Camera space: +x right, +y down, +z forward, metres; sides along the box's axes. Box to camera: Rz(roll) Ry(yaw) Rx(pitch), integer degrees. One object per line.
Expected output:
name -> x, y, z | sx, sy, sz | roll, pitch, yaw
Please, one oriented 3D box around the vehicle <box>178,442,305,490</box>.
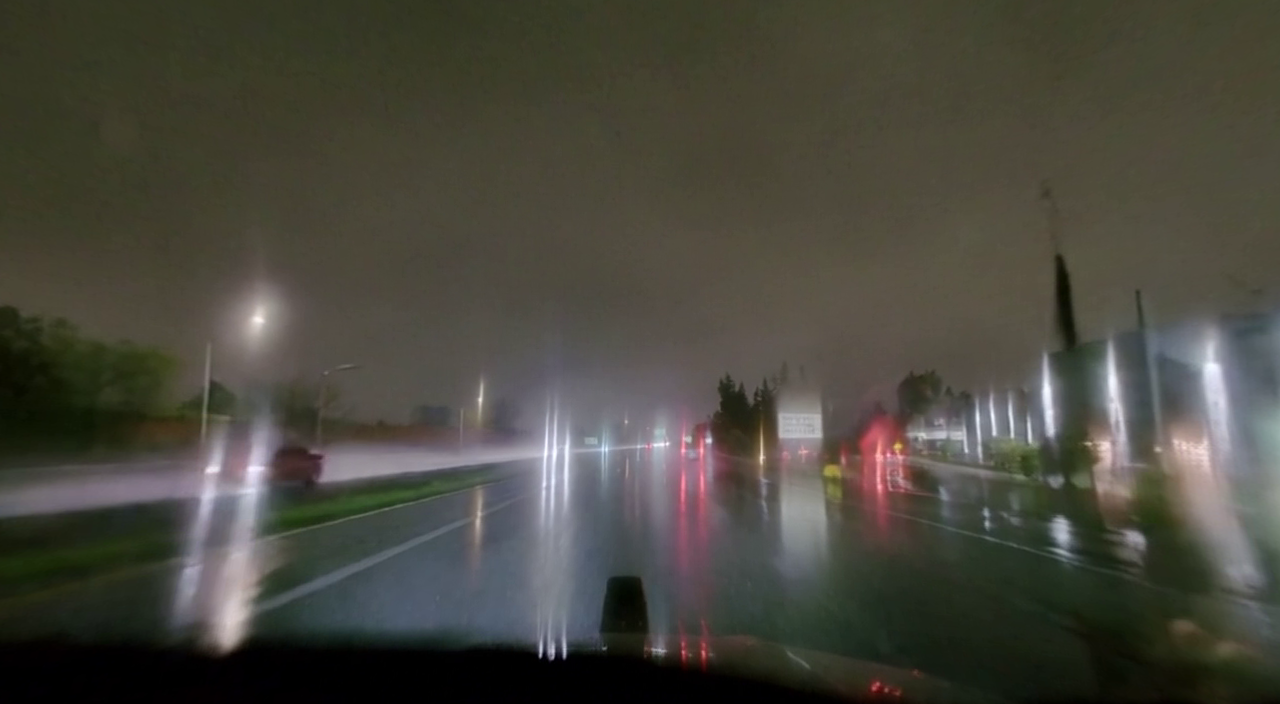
vehicle -> -15.967, 4.556, 25.644 | 1.991, 1.734, 4.735 | 0, -8, 1
